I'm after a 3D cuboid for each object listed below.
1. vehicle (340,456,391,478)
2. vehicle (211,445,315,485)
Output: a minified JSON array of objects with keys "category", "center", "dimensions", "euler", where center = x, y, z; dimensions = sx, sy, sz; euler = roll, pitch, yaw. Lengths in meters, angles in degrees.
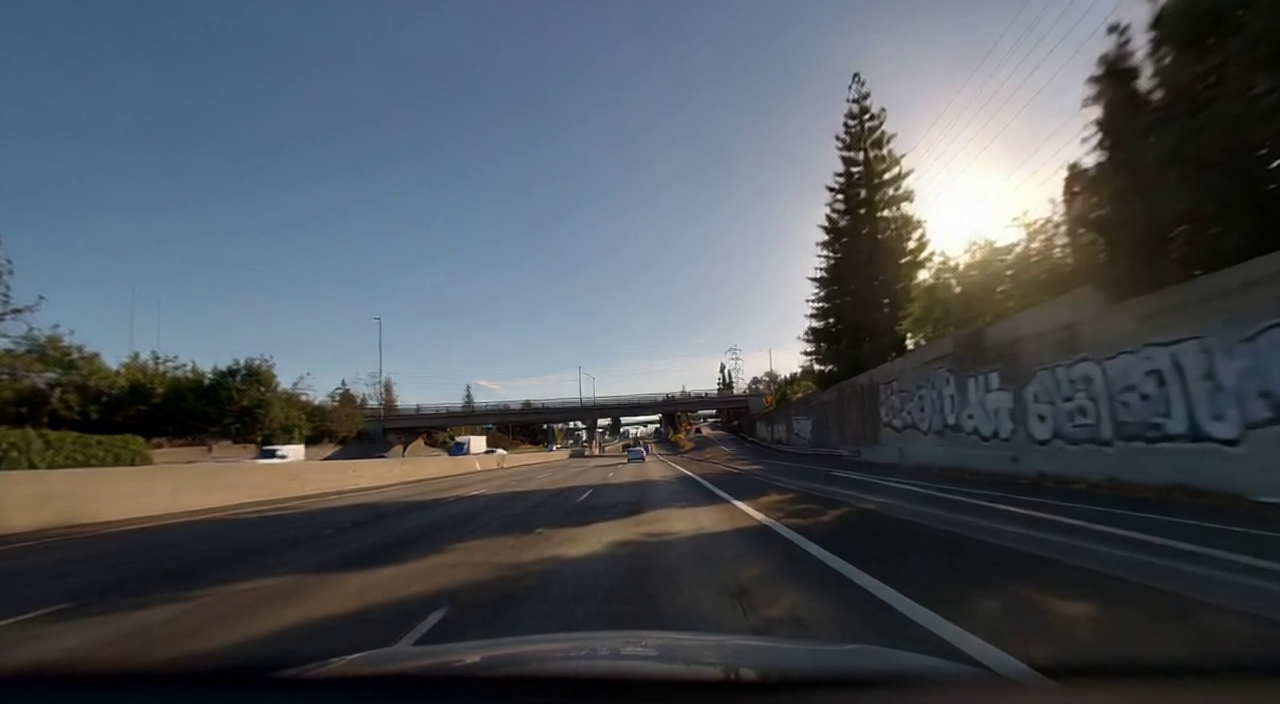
[{"category":"vehicle","center":[-20.420,8.553,47.048],"dimensions":[1.770,1.473,4.573],"euler":[-1,-9,0]},{"category":"vehicle","center":[-24.331,7.312,41.143],"dimensions":[2.557,2.321,6.654],"euler":[-1,-9,1]}]
